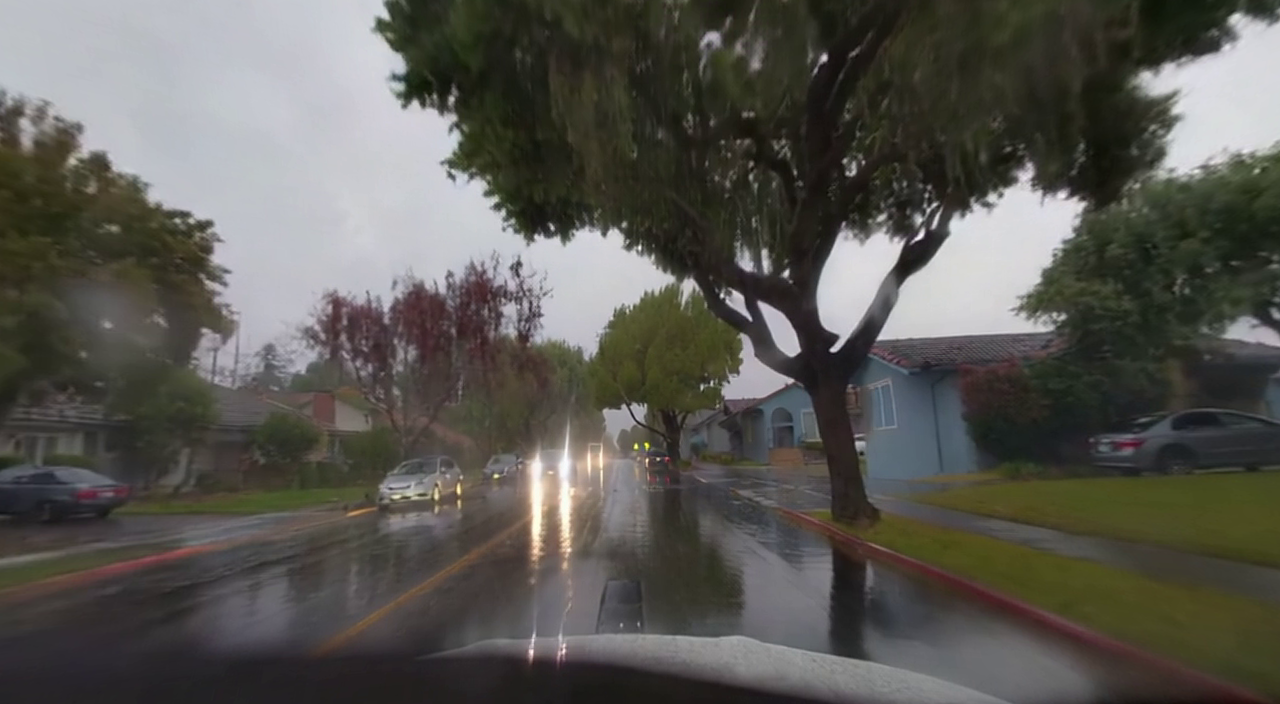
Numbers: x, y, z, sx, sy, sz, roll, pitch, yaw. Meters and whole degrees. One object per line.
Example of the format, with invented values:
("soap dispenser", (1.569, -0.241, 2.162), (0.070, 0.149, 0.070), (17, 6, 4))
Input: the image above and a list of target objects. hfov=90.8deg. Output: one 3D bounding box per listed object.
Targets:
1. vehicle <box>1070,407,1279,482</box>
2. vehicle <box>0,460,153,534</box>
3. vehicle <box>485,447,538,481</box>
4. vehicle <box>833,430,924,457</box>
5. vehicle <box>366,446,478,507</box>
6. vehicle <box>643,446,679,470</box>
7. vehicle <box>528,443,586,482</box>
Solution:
("vehicle", (12.342, 2.023, 13.743), (4.389, 1.480, 2.038), (-2, -9, 10))
("vehicle", (-13.938, 3.222, 14.378), (4.487, 1.464, 1.889), (-2, -9, 11))
("vehicle", (-6.841, 5.991, 34.101), (2.033, 1.721, 4.328), (0, -9, -1))
("vehicle", (13.049, 5.073, 34.820), (4.370, 1.433, 1.889), (-2, -9, 12))
("vehicle", (-6.635, 3.803, 19.754), (2.031, 1.662, 4.194), (0, -9, -1))
("vehicle", (1.374, 7.199, 42.967), (1.996, 1.516, 4.122), (1, -9, -5))
("vehicle", (-3.818, 5.182, 29.868), (2.106, 1.688, 4.392), (0, -9, 0))
